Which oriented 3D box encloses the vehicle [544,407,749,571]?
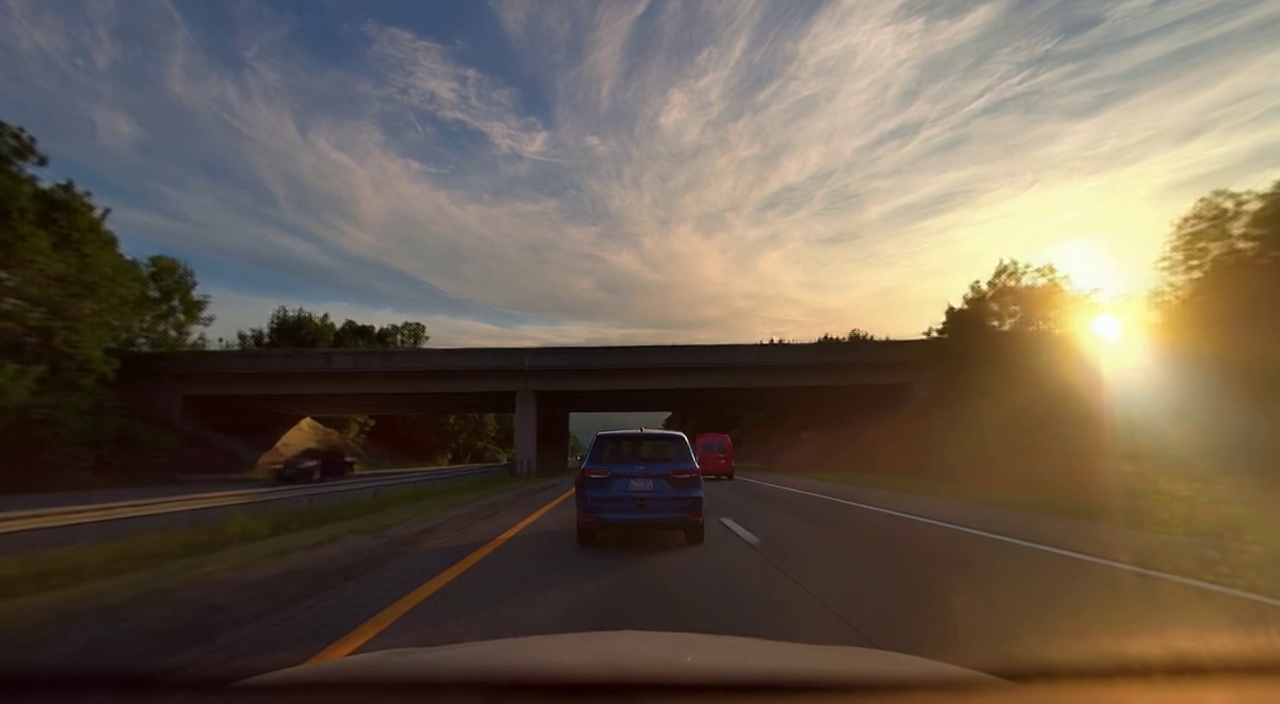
[{"bbox_3d":[0.079,1.860,9.177,2.288,1.823,4.059,0,-9,0],"label":"vehicle"}]

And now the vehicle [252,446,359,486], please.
[{"bbox_3d":[-13.352,4.565,25.529,1.836,1.465,4.514,0,-9,0],"label":"vehicle"}]
